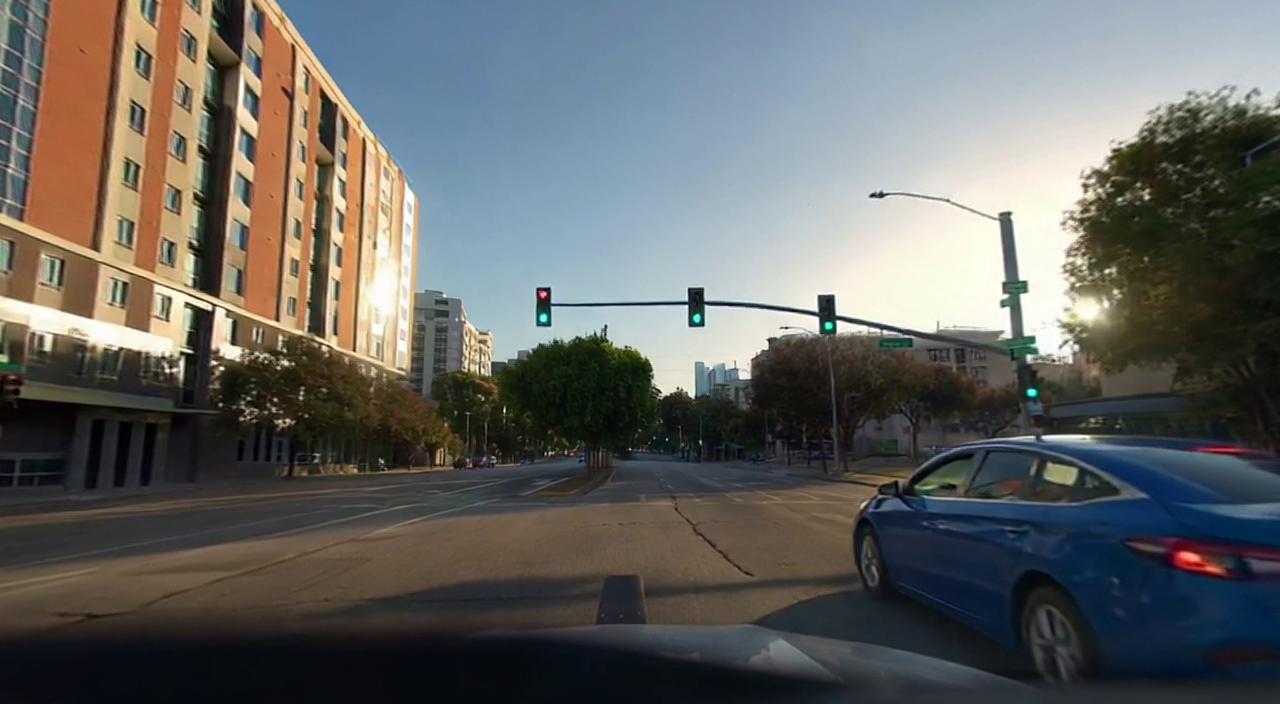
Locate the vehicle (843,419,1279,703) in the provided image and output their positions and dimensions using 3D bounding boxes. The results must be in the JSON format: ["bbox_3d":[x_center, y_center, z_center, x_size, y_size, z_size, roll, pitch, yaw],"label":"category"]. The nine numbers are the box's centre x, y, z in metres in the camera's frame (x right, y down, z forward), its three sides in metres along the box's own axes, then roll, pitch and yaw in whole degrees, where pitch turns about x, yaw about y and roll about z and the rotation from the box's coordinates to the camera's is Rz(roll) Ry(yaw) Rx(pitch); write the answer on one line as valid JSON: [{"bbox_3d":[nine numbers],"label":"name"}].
[{"bbox_3d":[3.113,1.261,4.123,2.015,1.455,4.615,0,-9,0],"label":"vehicle"}]
